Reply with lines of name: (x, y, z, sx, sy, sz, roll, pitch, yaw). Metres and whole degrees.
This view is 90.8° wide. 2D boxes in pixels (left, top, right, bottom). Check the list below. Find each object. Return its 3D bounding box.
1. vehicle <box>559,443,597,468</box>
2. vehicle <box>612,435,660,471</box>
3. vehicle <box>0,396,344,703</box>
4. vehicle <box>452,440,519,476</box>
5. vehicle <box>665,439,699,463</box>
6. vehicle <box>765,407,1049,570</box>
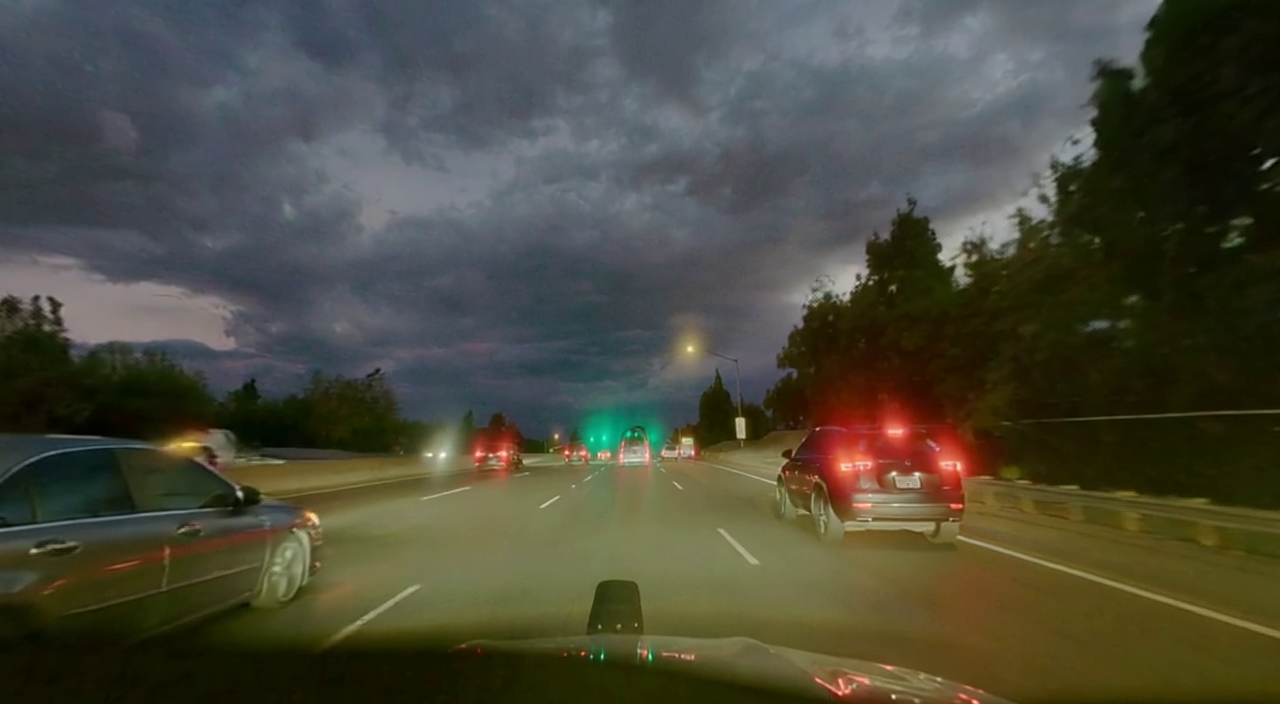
vehicle: (-3.830, 6.452, 39.704, 1.968, 1.473, 4.209, 0, -8, 0)
vehicle: (-0.233, 5.401, 34.013, 2.408, 1.748, 4.217, 0, -8, -1)
vehicle: (-3.421, 0.958, 2.530, 2.130, 1.514, 4.766, 0, -8, 0)
vehicle: (-6.958, 4.799, 28.856, 1.980, 1.519, 4.147, 0, -8, 0)
vehicle: (3.172, 7.663, 48.931, 2.320, 1.735, 4.408, 0, -8, 0)
vehicle: (3.302, 1.780, 9.068, 2.029, 1.716, 4.545, 0, -8, -1)
